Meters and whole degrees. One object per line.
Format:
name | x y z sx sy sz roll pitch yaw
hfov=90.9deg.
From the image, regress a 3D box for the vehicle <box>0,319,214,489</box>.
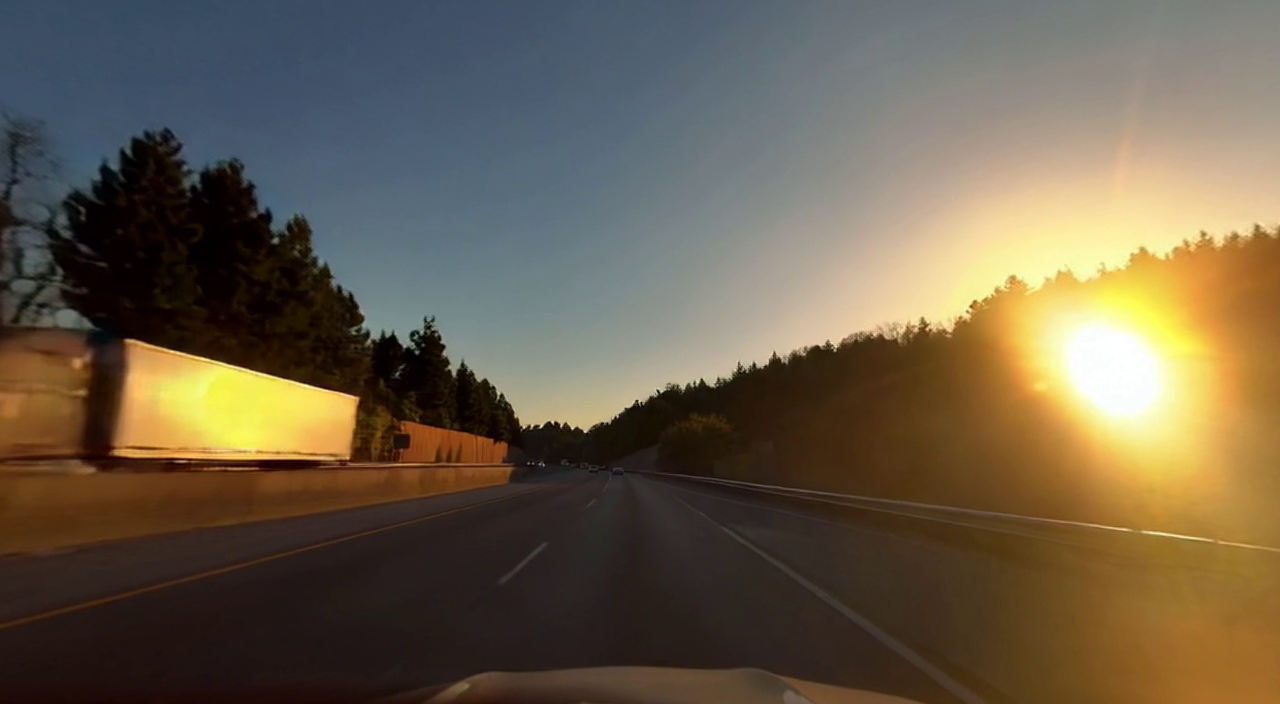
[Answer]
vehicle | -15.119 1.633 17.027 3.006 3.840 5.721 1 -10 -1
